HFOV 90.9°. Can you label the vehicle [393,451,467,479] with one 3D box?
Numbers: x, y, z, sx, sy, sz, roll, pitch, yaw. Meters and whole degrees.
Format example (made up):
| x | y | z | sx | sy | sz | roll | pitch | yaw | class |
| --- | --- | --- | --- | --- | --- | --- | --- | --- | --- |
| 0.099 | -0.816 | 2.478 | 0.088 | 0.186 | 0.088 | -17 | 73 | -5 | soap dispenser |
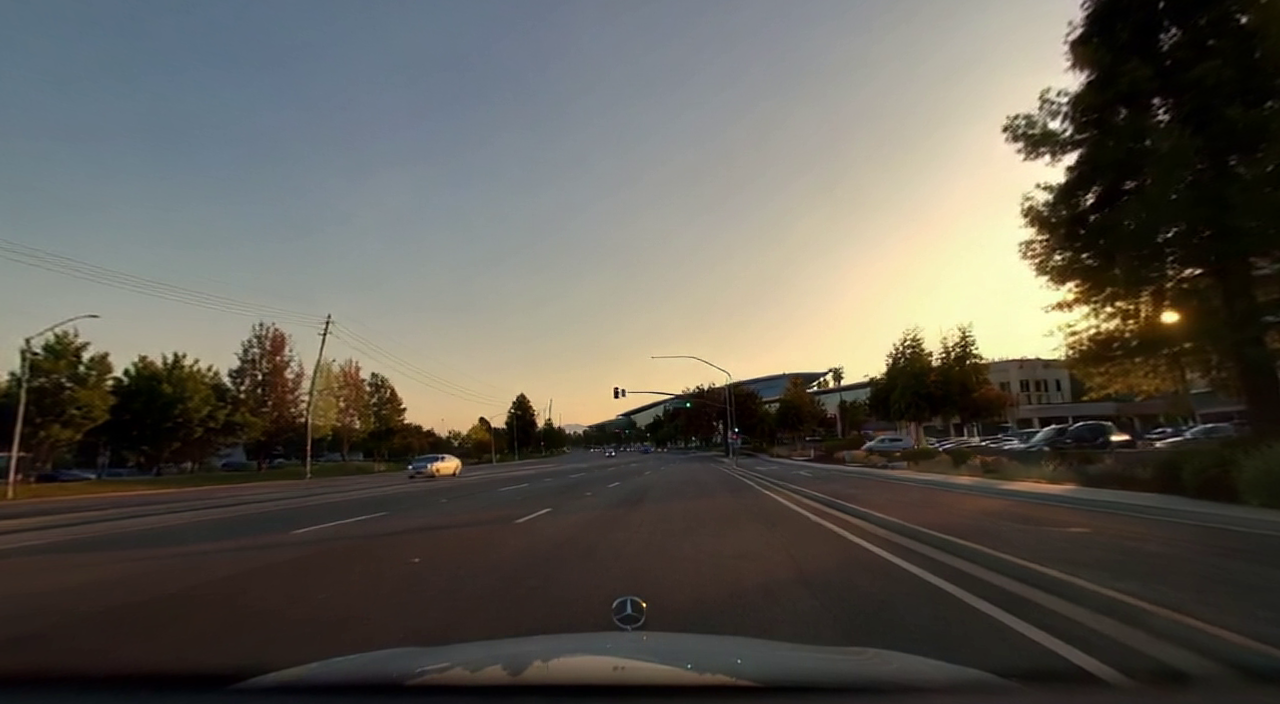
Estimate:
| x | y | z | sx | sy | sz | roll | pitch | yaw | class |
| --- | --- | --- | --- | --- | --- | --- | --- | --- | --- |
| -11.564 | 6.236 | 35.096 | 2.240 | 1.452 | 4.518 | -1 | -9 | 5 | vehicle |
